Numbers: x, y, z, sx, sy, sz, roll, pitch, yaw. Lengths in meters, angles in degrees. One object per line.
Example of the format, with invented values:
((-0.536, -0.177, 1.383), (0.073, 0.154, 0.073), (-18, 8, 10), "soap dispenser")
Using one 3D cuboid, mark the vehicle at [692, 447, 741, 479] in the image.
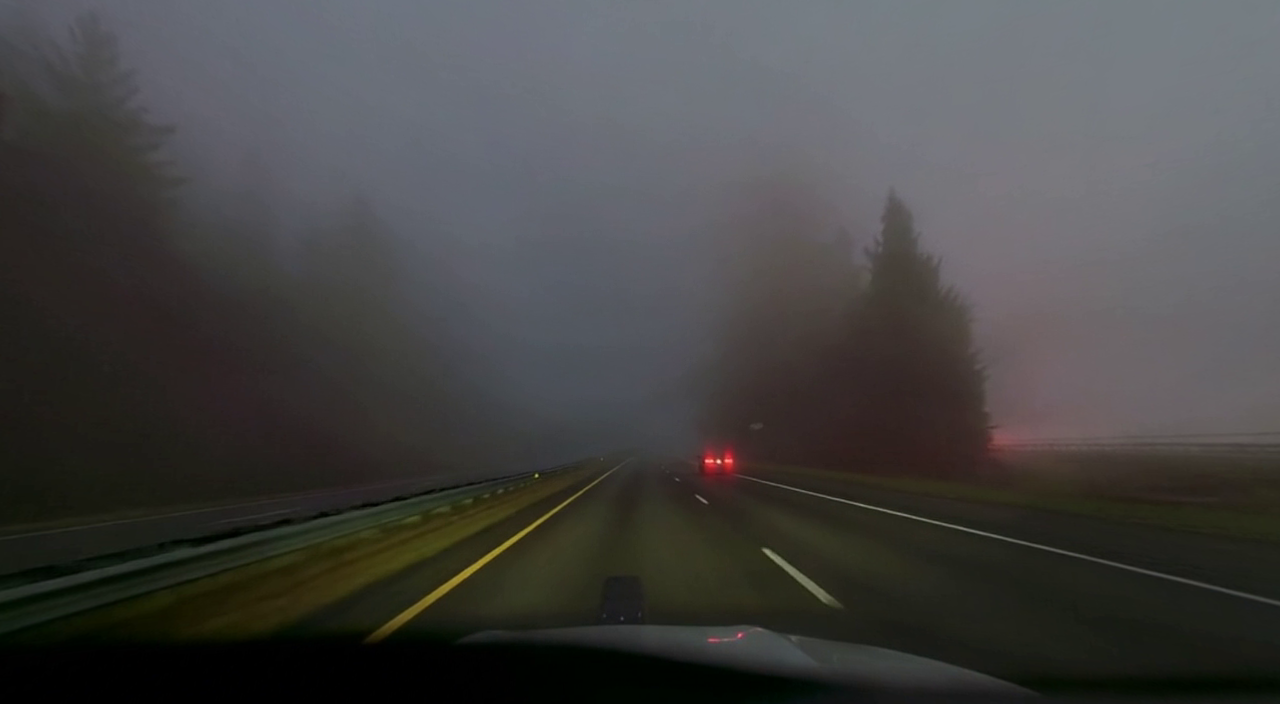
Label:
((4.028, 5.906, 33.866), (2.013, 1.584, 3.995), (0, -9, -1), "vehicle")
